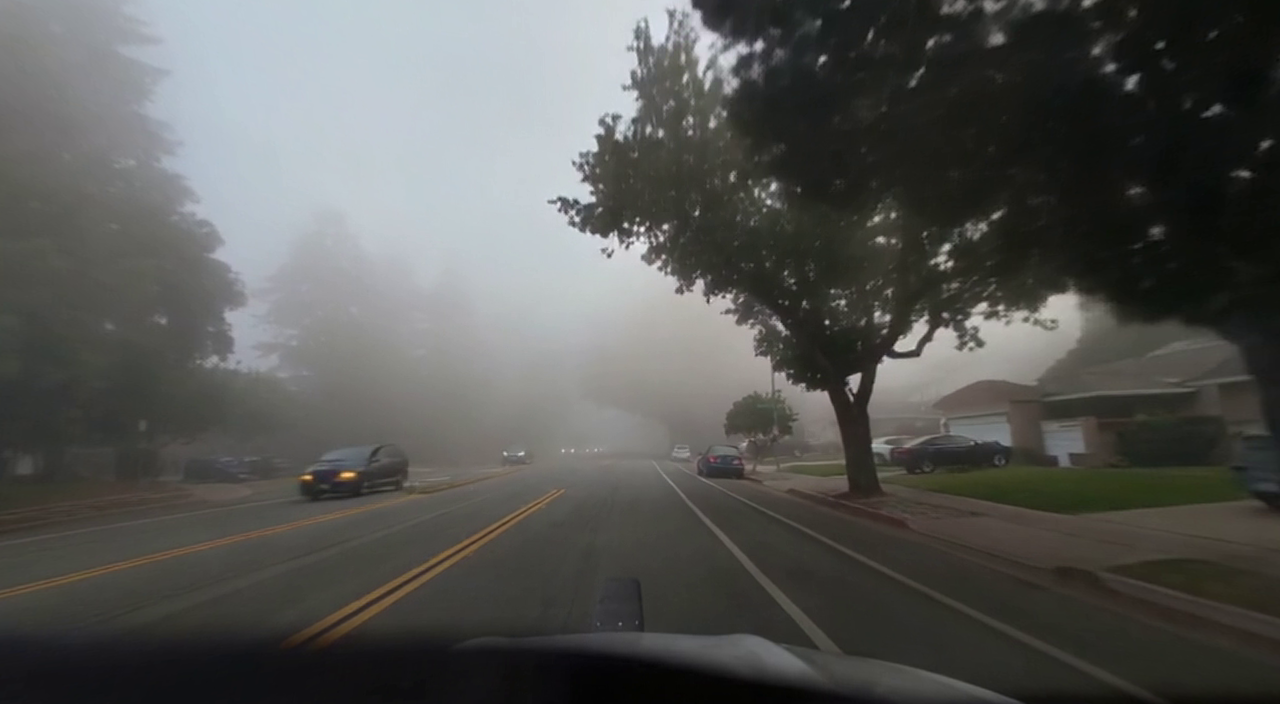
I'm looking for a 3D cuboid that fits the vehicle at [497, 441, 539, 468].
[{"bbox_3d":[-8.522,7.204,44.554,2.090,1.748,4.345,0,-8,0],"label":"vehicle"}]

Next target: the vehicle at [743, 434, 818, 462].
[{"bbox_3d":[10.403,7.155,47.059,4.964,1.739,2.184,-3,-9,0],"label":"vehicle"}]

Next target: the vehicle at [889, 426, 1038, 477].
[{"bbox_3d":[11.761,3.631,23.189,4.376,1.509,1.866,-4,-8,-1],"label":"vehicle"}]

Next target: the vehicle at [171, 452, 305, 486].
[{"bbox_3d":[-18.778,5.472,29.664,4.880,1.500,1.965,0,-8,-2],"label":"vehicle"}]

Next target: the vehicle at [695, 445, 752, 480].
[{"bbox_3d":[3.753,5.048,29.237,1.991,1.500,4.562,0,-8,-1],"label":"vehicle"}]

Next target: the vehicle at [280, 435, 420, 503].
[{"bbox_3d":[-8.527,3.451,19.135,2.041,1.760,4.522,0,-8,0],"label":"vehicle"}]
